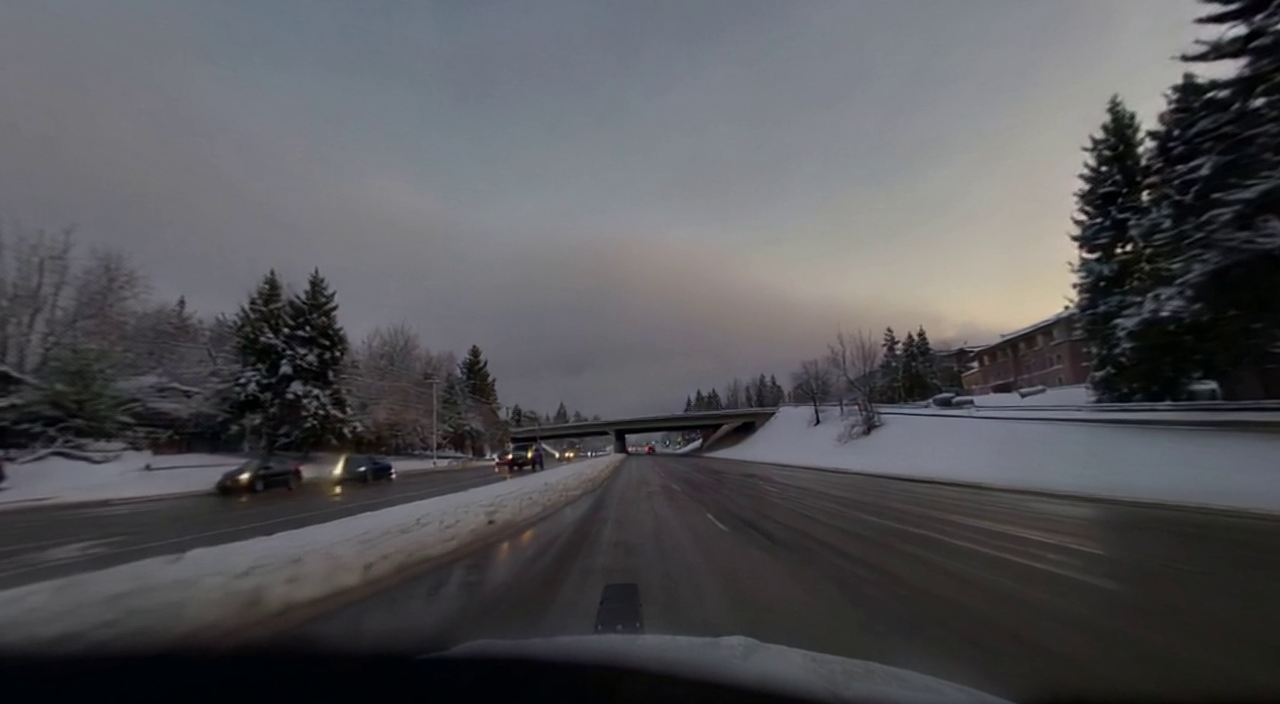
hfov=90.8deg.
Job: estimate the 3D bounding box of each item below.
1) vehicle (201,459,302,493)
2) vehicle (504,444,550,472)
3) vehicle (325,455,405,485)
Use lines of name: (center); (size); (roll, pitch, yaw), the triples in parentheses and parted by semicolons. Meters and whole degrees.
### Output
vehicle: (-19.057, 6.074, 31.289); (2.001, 1.468, 4.746); (0, -9, 0)
vehicle: (-8.480, 7.954, 47.809); (2.312, 1.970, 5.878); (0, -9, 1)
vehicle: (-15.157, 6.510, 35.214); (2.167, 1.506, 4.924); (0, -9, 1)
